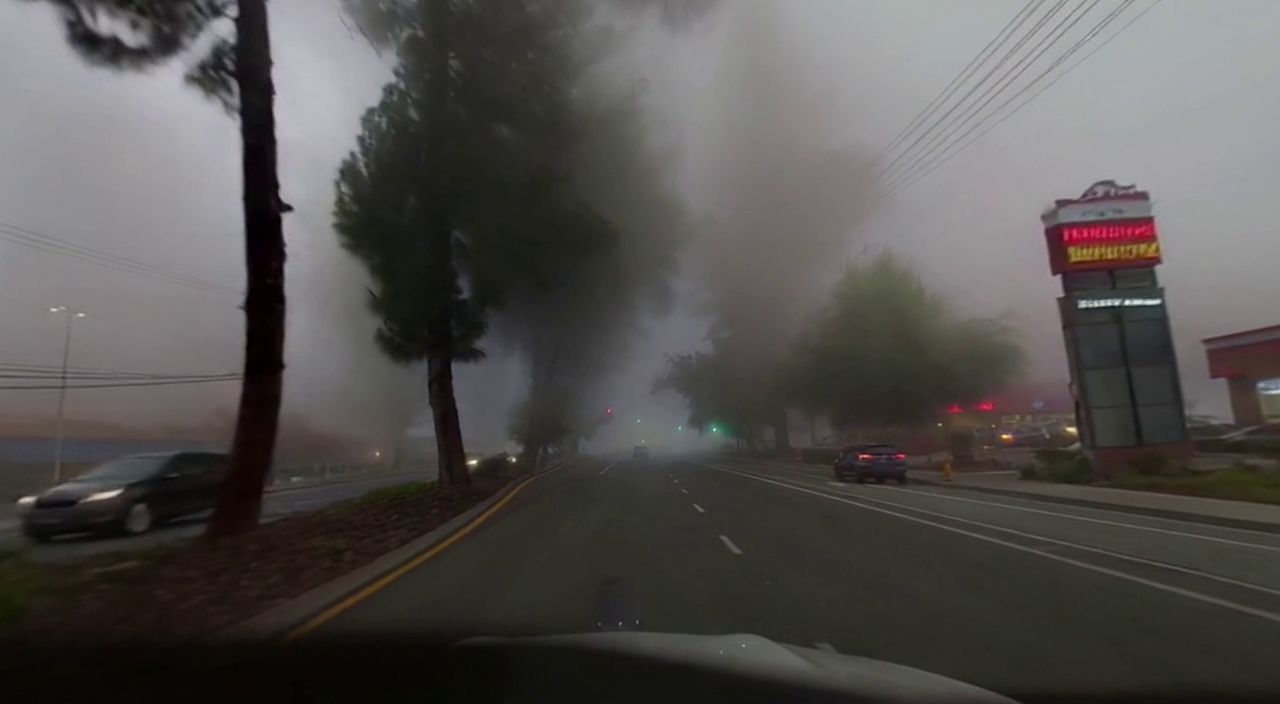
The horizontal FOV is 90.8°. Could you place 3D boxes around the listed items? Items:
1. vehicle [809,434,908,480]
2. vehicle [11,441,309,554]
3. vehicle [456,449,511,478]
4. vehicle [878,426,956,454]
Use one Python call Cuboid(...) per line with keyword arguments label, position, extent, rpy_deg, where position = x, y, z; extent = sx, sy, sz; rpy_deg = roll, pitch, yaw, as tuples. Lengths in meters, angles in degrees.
Cuboid(label="vehicle", position=(9.320, 4.546, 27.570), extent=(2.358, 1.785, 5.404), rpy_deg=(0, -8, 0))
Cuboid(label="vehicle", position=(-8.579, 2.567, 11.998), extent=(2.113, 1.703, 4.459), rpy_deg=(0, -8, 0))
Cuboid(label="vehicle", position=(-8.591, 6.133, 35.085), extent=(1.888, 1.454, 4.420), rpy_deg=(0, -8, 0))
Cuboid(label="vehicle", position=(21.342, 6.794, 48.690), extent=(5.151, 1.780, 2.146), rpy_deg=(-9, -9, 27))
